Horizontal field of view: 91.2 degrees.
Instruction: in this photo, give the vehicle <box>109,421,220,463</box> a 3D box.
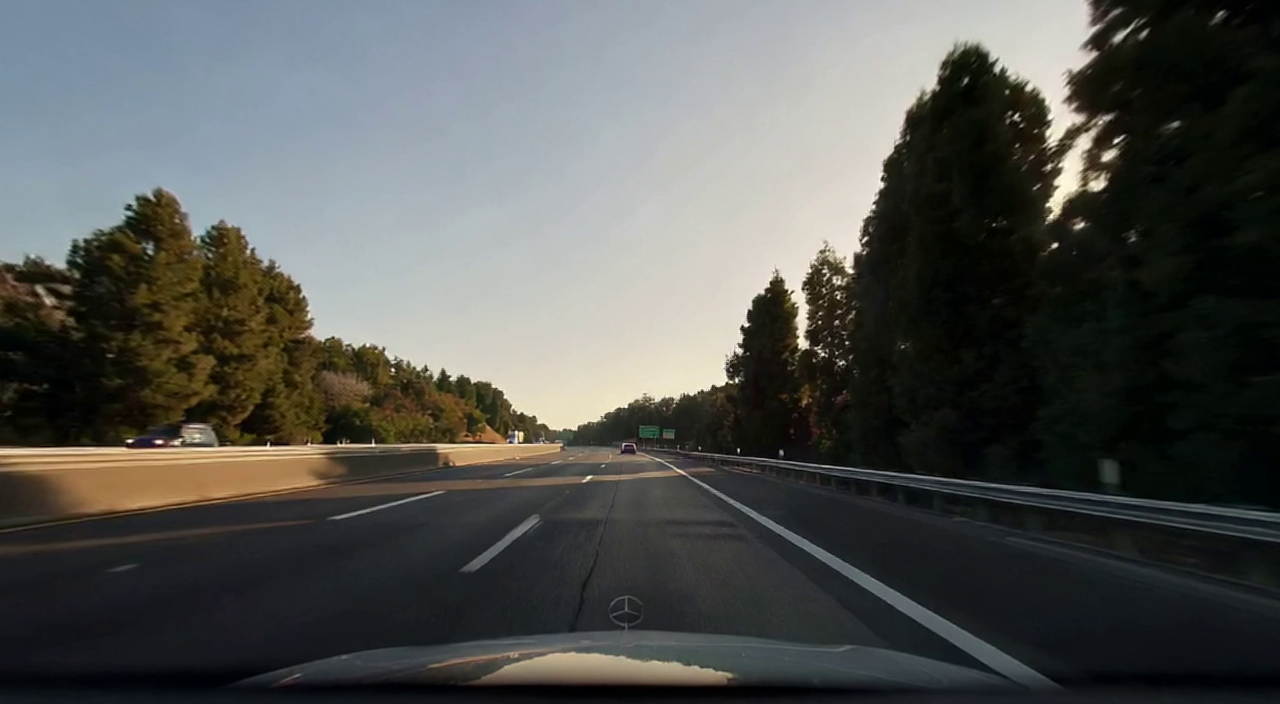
[{"bbox_3d":[-25.301,4.836,33.677,2.103,2.038,4.875,0,-9,0],"label":"vehicle"}]
